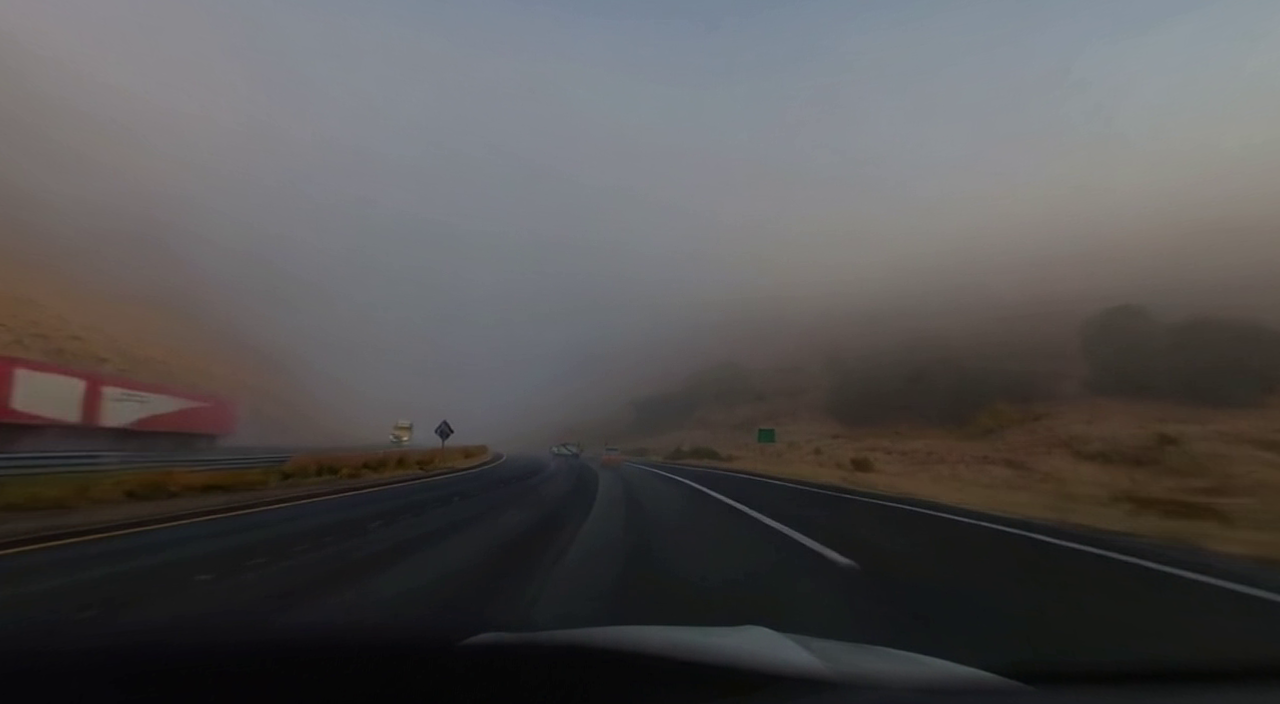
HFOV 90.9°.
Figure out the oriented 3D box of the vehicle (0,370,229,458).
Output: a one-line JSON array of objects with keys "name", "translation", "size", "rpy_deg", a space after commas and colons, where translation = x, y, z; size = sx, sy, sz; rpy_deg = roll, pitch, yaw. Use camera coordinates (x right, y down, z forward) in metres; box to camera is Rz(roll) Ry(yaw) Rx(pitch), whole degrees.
[{"name": "vehicle", "translation": [-27.912, 3.678, 33.348], "size": [2.819, 3.536, 15.839], "rpy_deg": [1, -9, -4]}]
